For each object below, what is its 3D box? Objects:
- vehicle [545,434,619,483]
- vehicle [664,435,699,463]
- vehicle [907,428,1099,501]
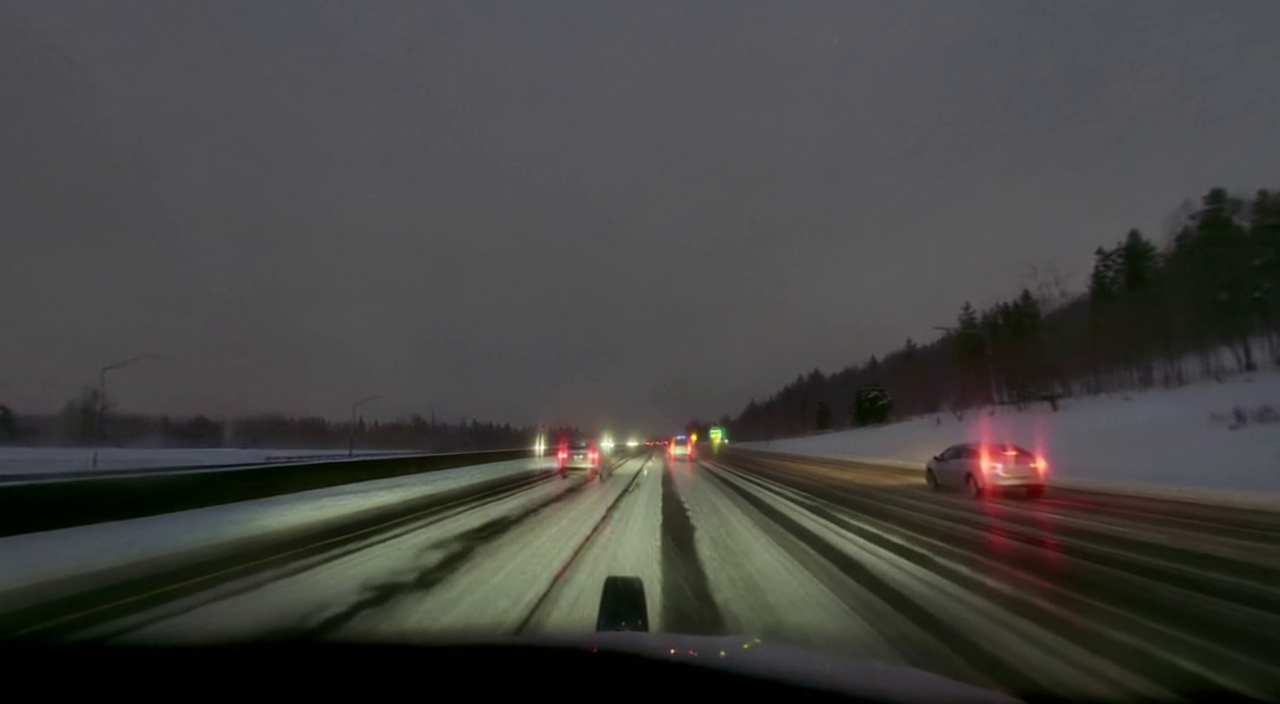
[{"bbox_3d":[-1.936,3.734,22.333,2.050,1.546,4.344,0,-8,2],"label":"vehicle"},{"bbox_3d":[2.618,6.220,40.519,2.063,1.698,4.355,0,-8,2],"label":"vehicle"},{"bbox_3d":[8.662,2.721,15.662,1.870,1.493,5.015,0,-8,1],"label":"vehicle"}]
